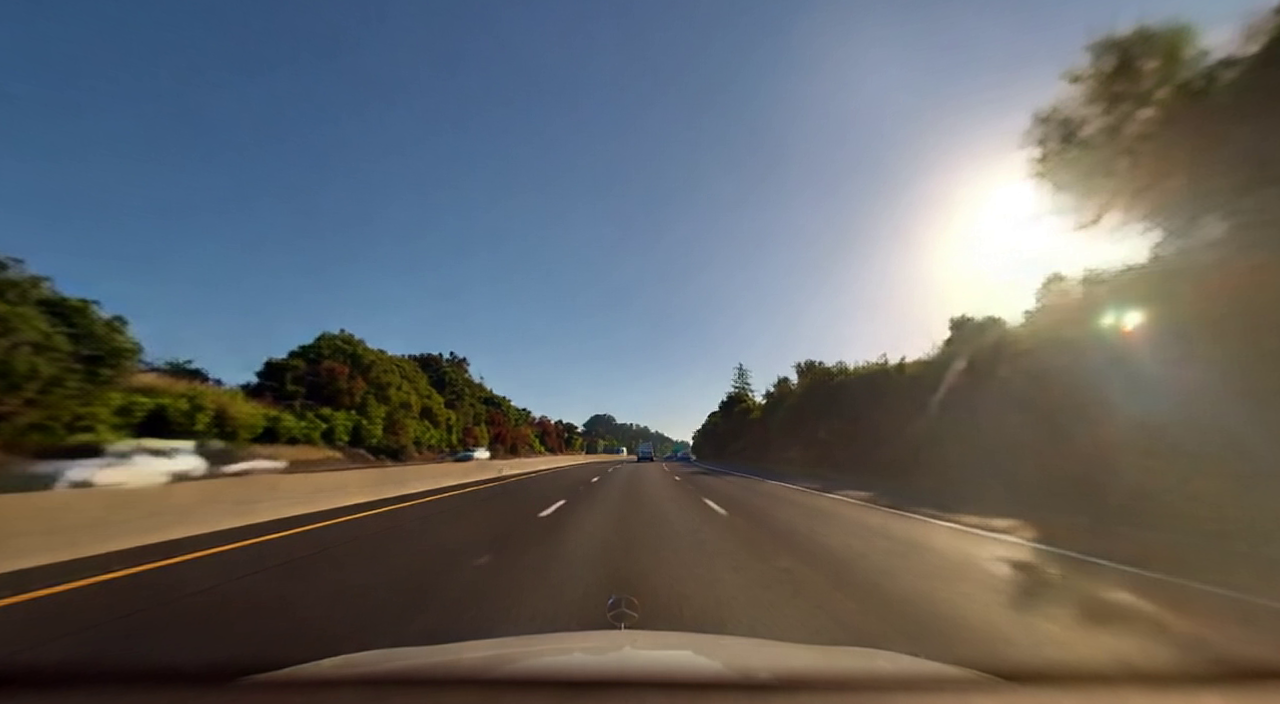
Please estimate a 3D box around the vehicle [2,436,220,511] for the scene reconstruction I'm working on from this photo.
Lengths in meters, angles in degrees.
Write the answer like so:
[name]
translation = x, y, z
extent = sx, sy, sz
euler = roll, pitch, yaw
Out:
[vehicle]
translation = -15.383, 3.534, 18.863
extent = 2.011, 1.912, 5.110
euler = 0, -9, 0
